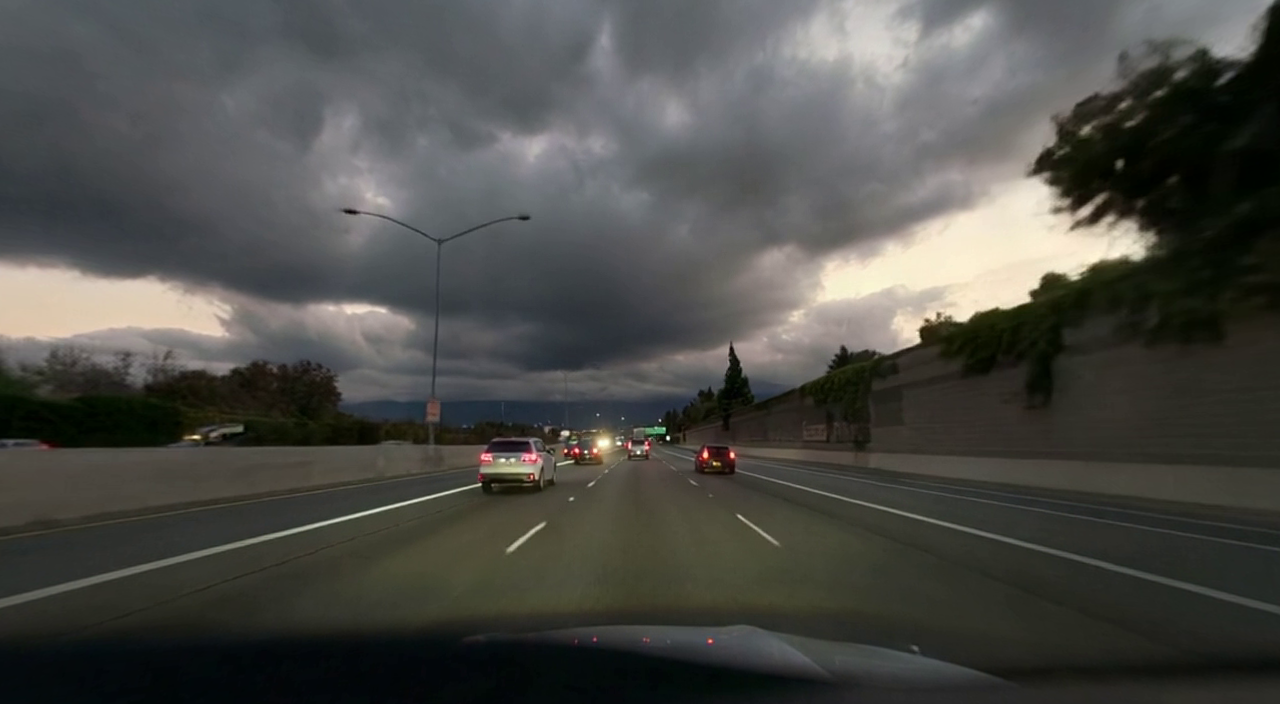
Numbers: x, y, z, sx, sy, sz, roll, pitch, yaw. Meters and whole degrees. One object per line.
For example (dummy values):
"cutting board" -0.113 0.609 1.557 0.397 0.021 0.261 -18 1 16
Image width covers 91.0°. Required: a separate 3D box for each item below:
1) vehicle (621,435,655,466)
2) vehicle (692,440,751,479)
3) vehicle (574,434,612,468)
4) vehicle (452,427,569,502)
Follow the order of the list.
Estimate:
"vehicle" -0.106 7.615 48.887 2.485 2.215 5.199 0 -9 0
"vehicle" 3.922 5.269 31.092 2.224 1.752 4.487 1 -9 -1
"vehicle" -3.286 7.016 44.780 2.378 2.214 4.352 0 -9 0
"vehicle" -3.519 3.192 18.366 2.184 1.819 5.441 0 -9 1
